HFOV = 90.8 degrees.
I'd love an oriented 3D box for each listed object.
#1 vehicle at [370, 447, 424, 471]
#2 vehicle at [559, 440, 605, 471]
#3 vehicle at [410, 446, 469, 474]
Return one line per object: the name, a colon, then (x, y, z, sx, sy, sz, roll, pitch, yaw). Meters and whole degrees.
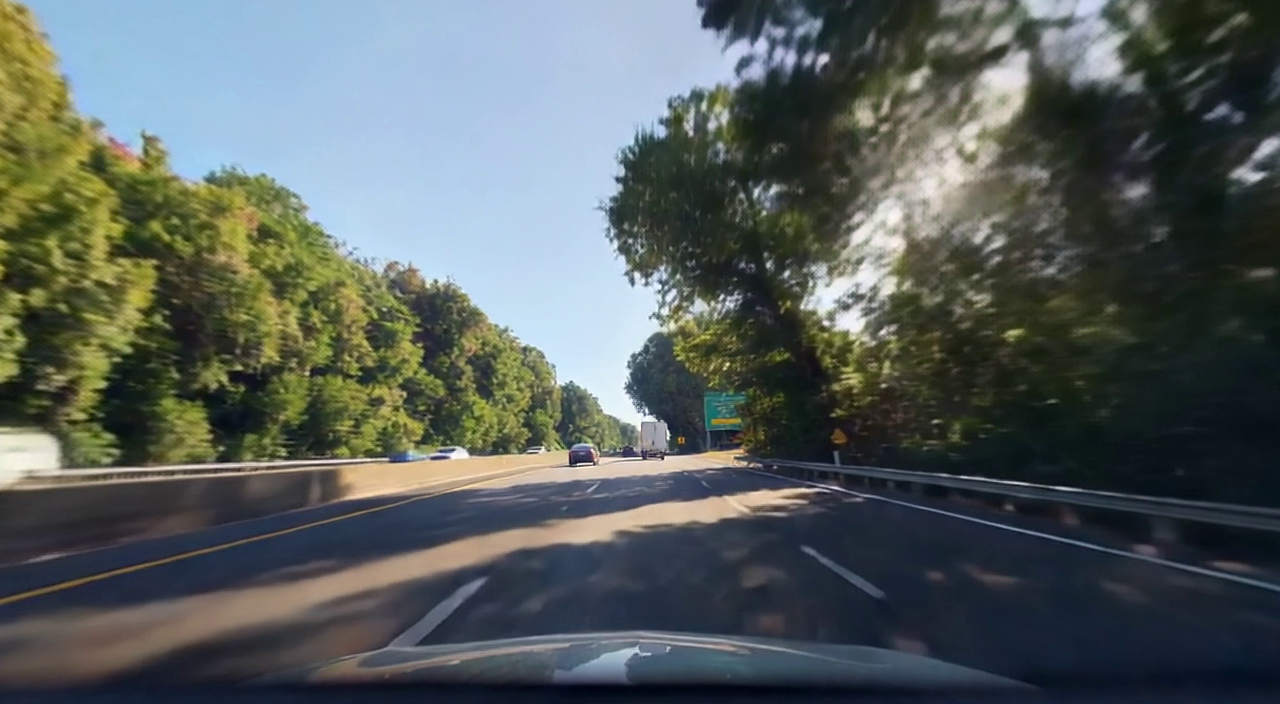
vehicle: (-15.982, 7.021, 41.682, 1.757, 1.450, 4.253, 0, -9, 1)
vehicle: (-3.183, 5.779, 35.441, 2.057, 1.618, 4.212, 0, -9, 1)
vehicle: (-11.615, 6.278, 36.883, 1.841, 1.487, 4.687, 0, -9, 1)
